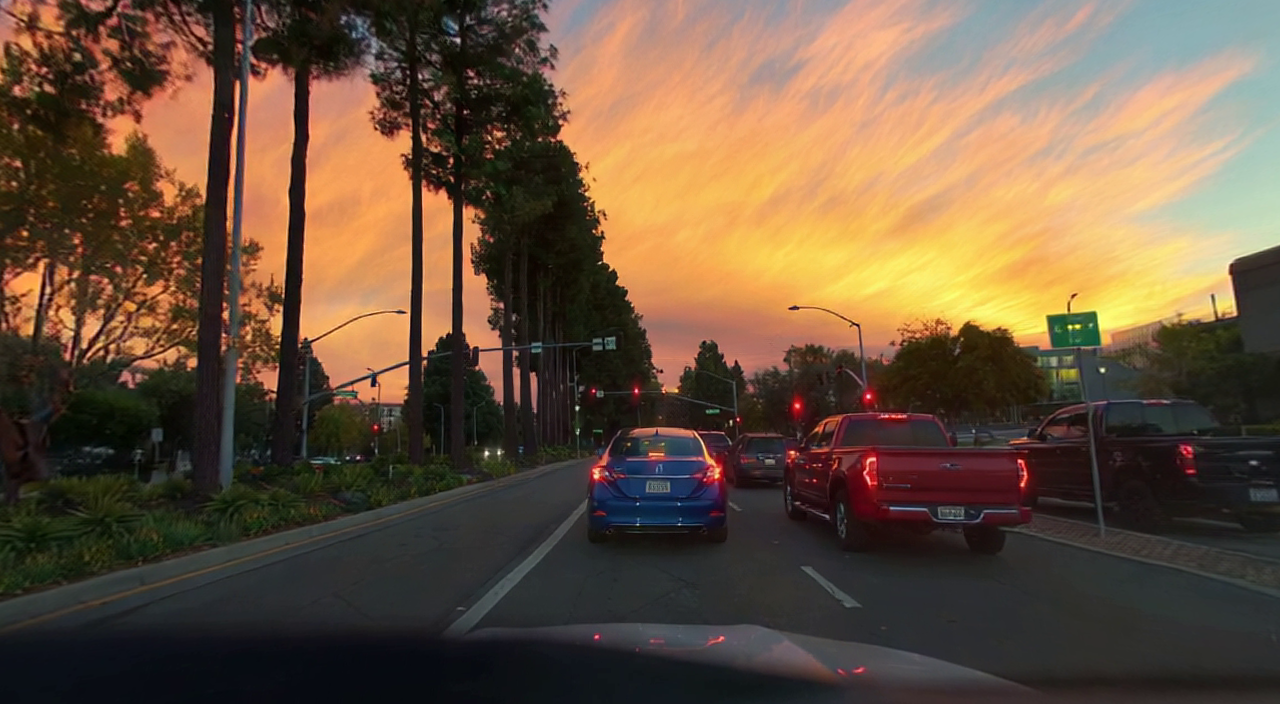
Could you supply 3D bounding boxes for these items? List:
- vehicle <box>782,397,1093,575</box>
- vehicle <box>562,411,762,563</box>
[{"bbox_3d":[3.390,1.625,8.371,2.099,1.725,4.290,0,-8,2],"label":"vehicle"},{"bbox_3d":[0.249,1.773,8.972,2.168,1.641,4.039,0,-8,0],"label":"vehicle"}]
